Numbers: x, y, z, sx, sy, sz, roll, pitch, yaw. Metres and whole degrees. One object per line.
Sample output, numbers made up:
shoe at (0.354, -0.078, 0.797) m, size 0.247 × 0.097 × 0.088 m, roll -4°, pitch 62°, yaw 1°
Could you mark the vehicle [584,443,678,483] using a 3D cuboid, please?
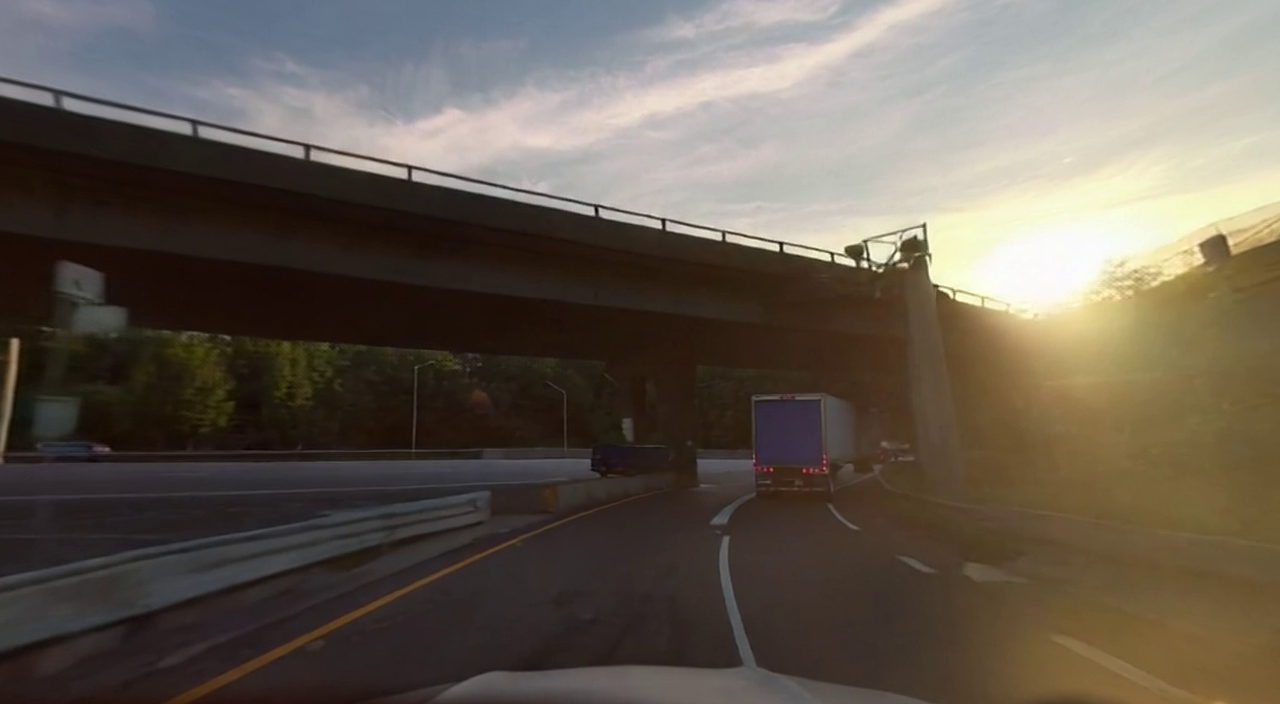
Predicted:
vehicle at (-0.285, 4.439, 25.439) m, size 1.940 × 1.444 × 4.024 m, roll -5°, pitch -10°, yaw 31°
